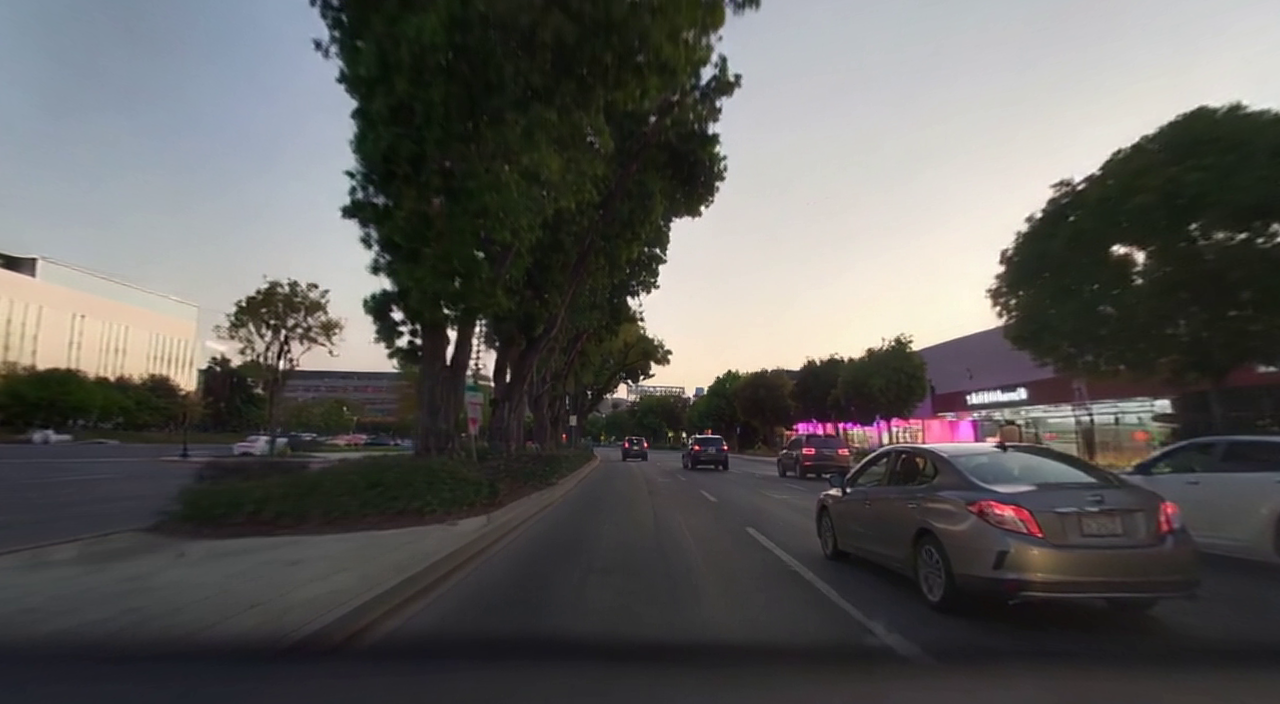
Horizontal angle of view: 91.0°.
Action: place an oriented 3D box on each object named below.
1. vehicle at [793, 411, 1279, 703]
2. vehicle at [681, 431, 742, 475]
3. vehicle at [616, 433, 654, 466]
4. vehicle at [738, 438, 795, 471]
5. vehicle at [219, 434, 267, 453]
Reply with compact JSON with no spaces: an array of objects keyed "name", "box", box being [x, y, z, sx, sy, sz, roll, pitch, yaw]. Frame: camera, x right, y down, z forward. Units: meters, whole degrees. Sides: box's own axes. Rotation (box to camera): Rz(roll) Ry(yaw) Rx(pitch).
[{"name":"vehicle","box":[2.832,1.345,5.329,1.883,1.452,4.258,0,-8,-2]},{"name":"vehicle","box":[3.023,4.406,27.555,2.000,1.745,4.206,0,-8,-3]},{"name":"vehicle","box":[-0.339,5.599,36.254,2.051,1.798,4.168,0,-8,-3]},{"name":"vehicle","box":[6.624,5.413,33.473,1.954,1.606,4.423,0,-8,-2]},{"name":"vehicle","box":[-30.900,7.160,49.099,1.744,1.433,3.823,1,-8,-9]}]
